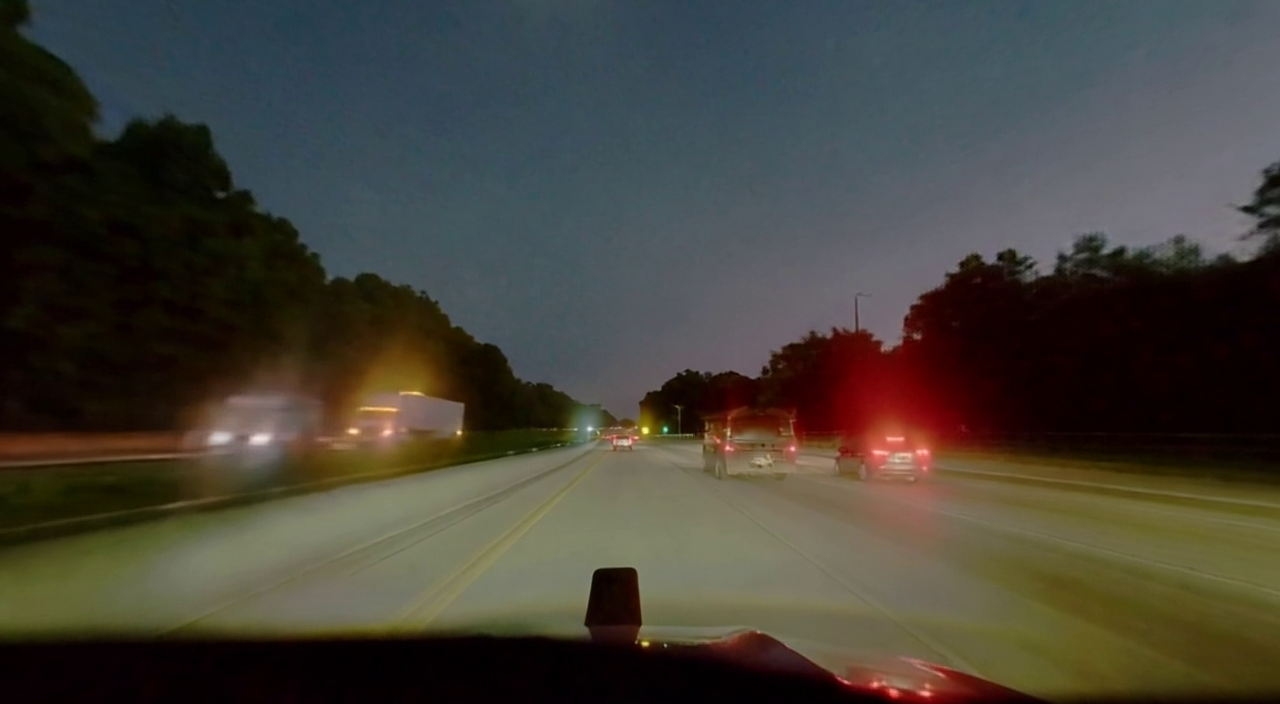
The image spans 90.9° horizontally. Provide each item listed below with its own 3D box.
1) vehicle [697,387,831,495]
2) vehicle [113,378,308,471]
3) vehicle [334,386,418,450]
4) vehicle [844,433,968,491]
[{"bbox_3d":[3.140,2.442,17.499,2.436,2.521,5.409,0,-8,-2],"label":"vehicle"},{"bbox_3d":[-13.033,2.308,19.777,2.284,2.500,5.367,0,-8,0],"label":"vehicle"},{"bbox_3d":[-17.339,4.441,41.823,2.973,3.930,5.878,0,-8,-1],"label":"vehicle"},{"bbox_3d":[7.437,3.087,18.081,1.821,1.468,3.805,0,-8,-1],"label":"vehicle"}]
